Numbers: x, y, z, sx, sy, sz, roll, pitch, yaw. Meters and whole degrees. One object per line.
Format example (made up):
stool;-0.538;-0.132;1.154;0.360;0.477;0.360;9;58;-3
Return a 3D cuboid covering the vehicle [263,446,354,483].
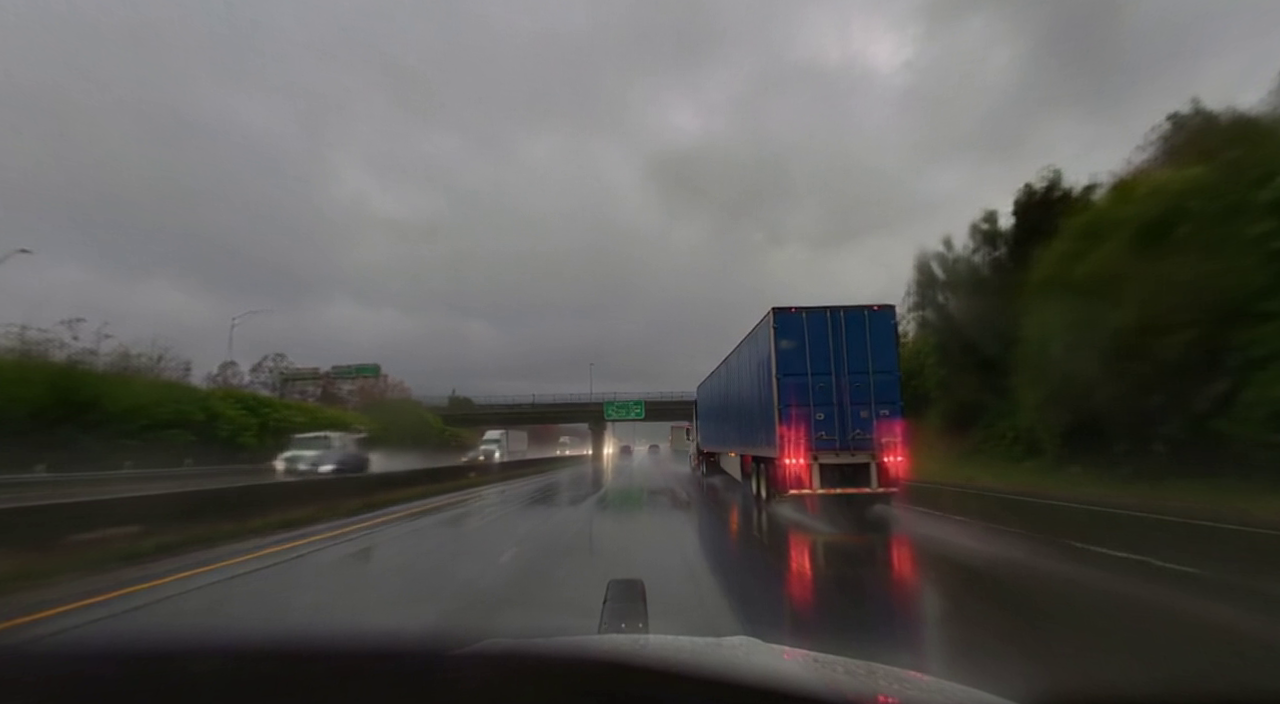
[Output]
vehicle;-14.294;4.838;27.422;1.775;1.475;3.888;0;-9;0

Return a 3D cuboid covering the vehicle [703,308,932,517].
vehicle;4.110;2.229;19.307;2.825;4.054;14.210;0;-9;0
